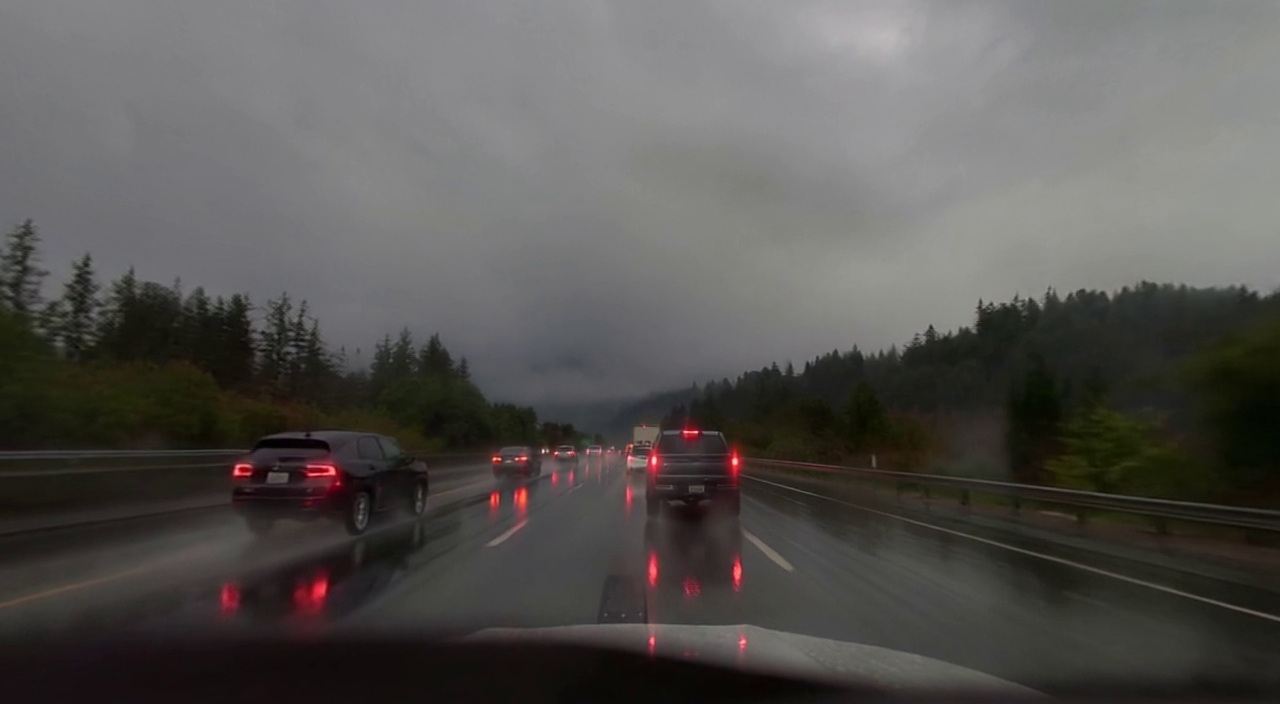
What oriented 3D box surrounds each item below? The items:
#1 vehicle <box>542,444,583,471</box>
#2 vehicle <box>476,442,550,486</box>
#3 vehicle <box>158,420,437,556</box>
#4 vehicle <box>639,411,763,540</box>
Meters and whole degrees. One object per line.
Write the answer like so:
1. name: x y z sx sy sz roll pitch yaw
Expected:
1. vehicle: -4.583 6.298 37.763 1.855 1.527 4.209 0 -9 1
2. vehicle: -4.584 4.105 23.371 1.867 1.489 3.829 0 -9 1
3. vehicle: -4.898 1.996 9.903 1.934 1.642 4.201 0 -9 1
4. vehicle: 0.908 2.152 11.528 1.825 1.920 3.960 0 -9 -1
